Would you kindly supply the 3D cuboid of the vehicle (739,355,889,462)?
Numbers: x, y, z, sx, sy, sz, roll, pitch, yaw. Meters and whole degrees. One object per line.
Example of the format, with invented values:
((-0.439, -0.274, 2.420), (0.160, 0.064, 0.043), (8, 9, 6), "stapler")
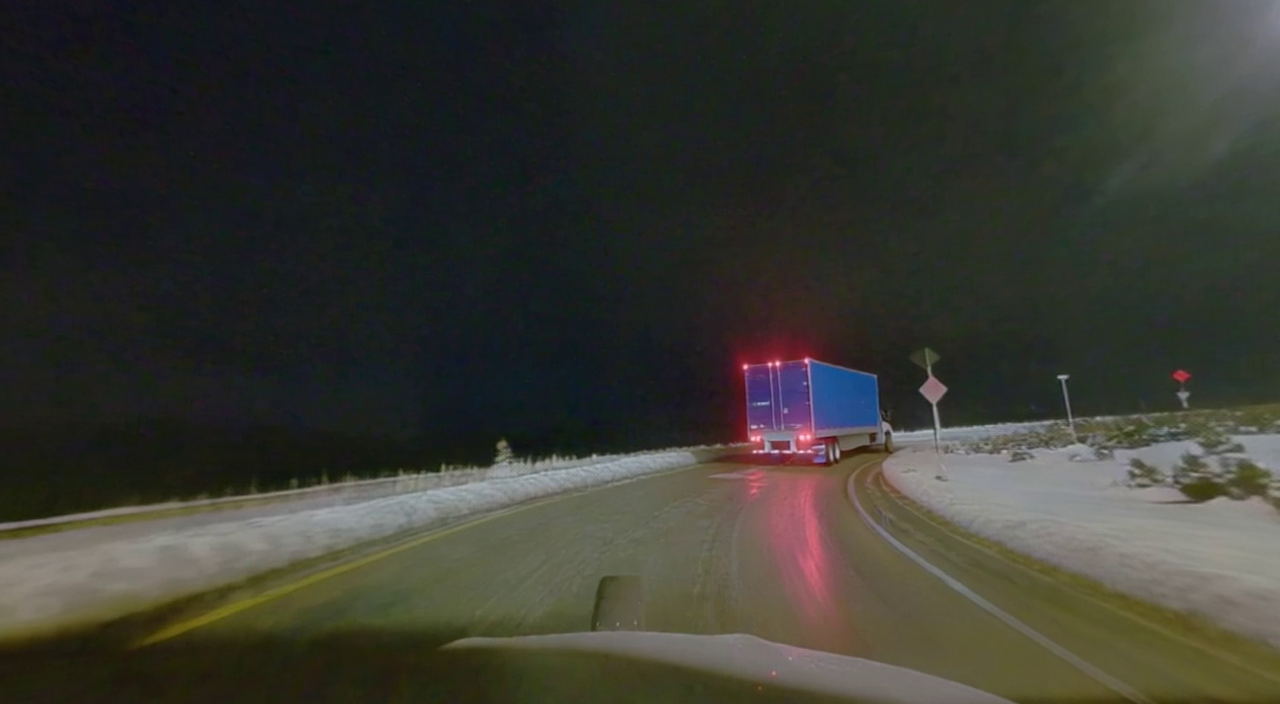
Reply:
((7.843, 2.657, 26.960), (2.837, 3.712, 10.484), (-6, -10, 34), "vehicle")
